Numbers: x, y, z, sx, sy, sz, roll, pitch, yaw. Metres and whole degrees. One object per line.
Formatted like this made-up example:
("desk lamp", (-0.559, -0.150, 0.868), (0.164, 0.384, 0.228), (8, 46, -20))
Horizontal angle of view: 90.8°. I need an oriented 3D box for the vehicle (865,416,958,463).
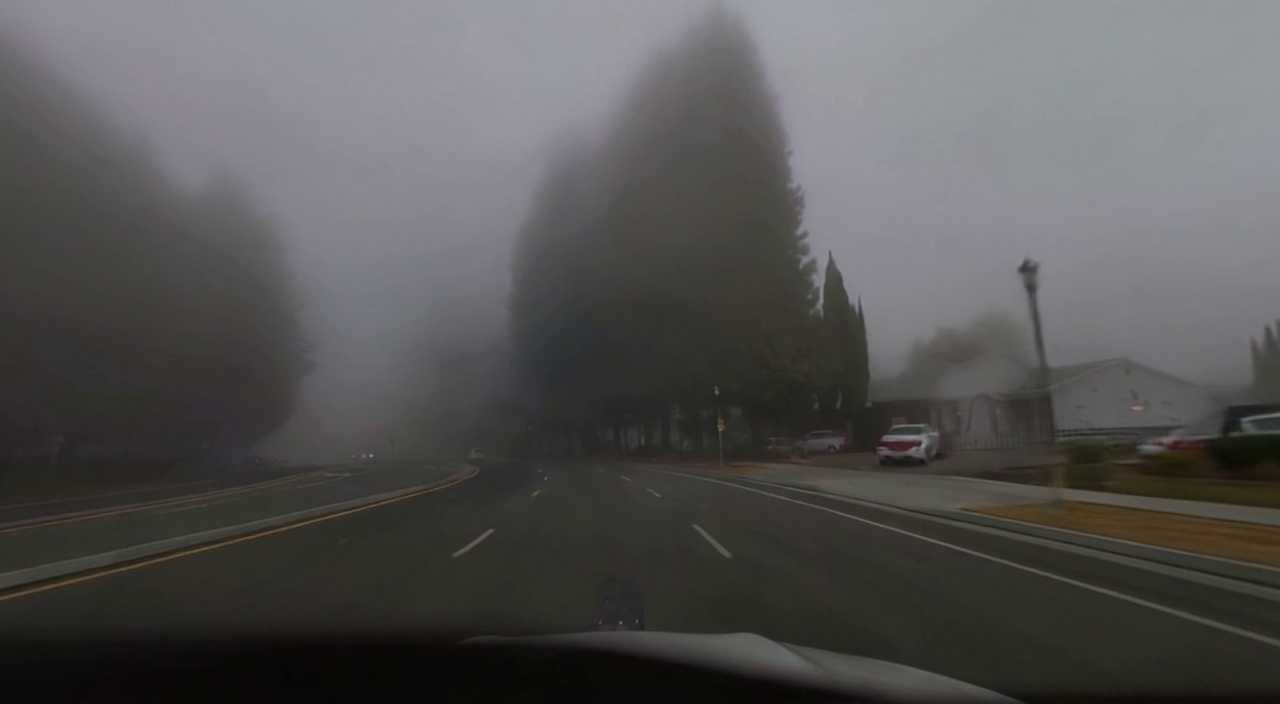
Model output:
("vehicle", (12.143, 3.911, 28.056), (2.110, 1.863, 4.977), (-11, -13, 41))
